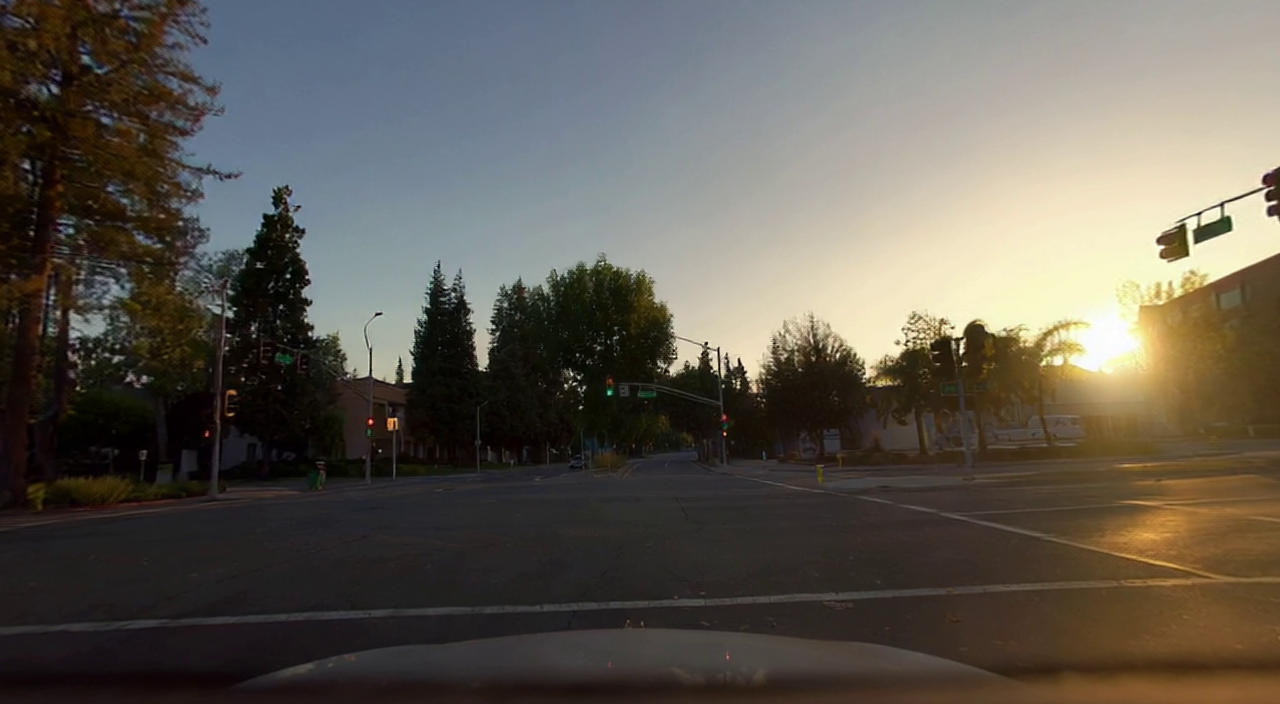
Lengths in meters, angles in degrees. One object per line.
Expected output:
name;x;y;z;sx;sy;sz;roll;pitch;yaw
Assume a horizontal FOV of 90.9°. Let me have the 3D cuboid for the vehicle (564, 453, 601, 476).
vehicle;-4.464;8.858;49.865;2.030;1.704;4.205;-1;-8;7
